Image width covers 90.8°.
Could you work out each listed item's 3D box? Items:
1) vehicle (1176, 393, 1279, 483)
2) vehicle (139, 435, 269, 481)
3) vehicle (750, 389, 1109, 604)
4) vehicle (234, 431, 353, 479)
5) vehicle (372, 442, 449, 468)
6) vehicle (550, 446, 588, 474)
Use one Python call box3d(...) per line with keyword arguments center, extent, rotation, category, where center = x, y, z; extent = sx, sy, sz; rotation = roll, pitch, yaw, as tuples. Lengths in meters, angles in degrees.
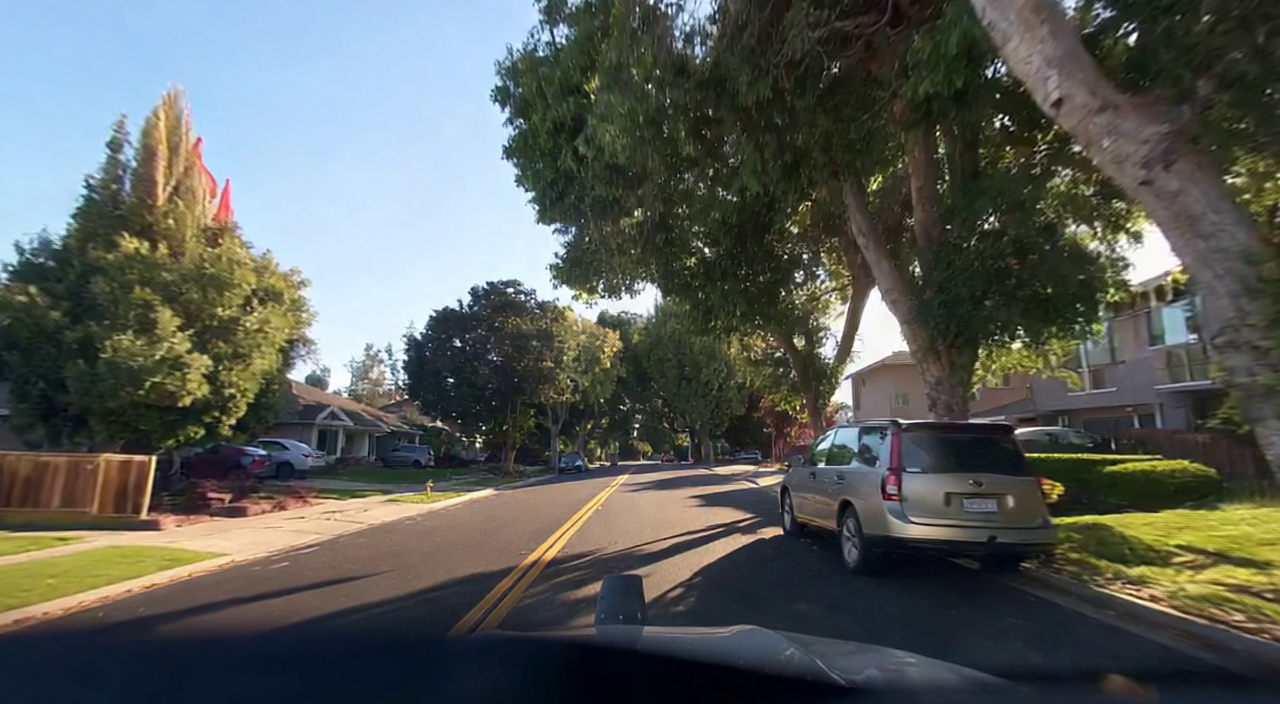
box3d(center=(16.977, 2.249, 15.371), extent=(5.764, 2.067, 2.261), rotation=(0, -9, 35), category="vehicle")
box3d(center=(-16.224, 3.912, 23.470), extent=(4.526, 1.539, 2.120), rotation=(-5, -10, 30), category="vehicle")
box3d(center=(2.954, 1.641, 8.212), extent=(2.150, 1.811, 5.461), rotation=(-1, -8, 1), category="vehicle")
box3d(center=(-14.024, 4.145, 25.534), extent=(4.537, 1.751, 2.051), rotation=(-5, -10, 29), category="vehicle")
box3d(center=(-14.005, 6.263, 38.409), extent=(4.668, 1.491, 1.941), rotation=(-6, -10, 32), category="vehicle")
box3d(center=(-4.946, 7.599, 44.625), extent=(1.924, 1.765, 4.542), rotation=(-4, -10, 3), category="vehicle")
